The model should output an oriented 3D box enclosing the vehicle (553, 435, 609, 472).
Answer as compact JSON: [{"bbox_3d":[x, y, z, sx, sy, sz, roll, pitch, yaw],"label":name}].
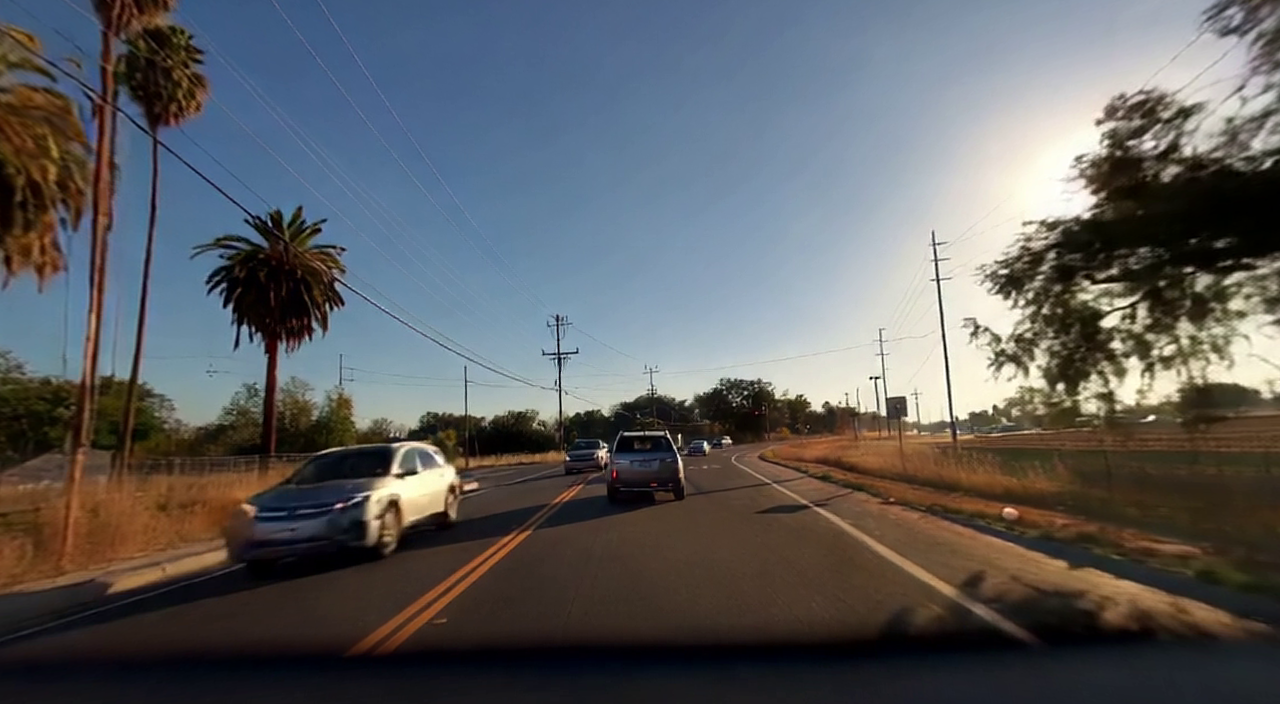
[{"bbox_3d":[-3.255,5.796,36.197,2.237,1.878,5.739,-1,-9,5],"label":"vehicle"}]

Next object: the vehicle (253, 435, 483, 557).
[{"bbox_3d":[-4.124,2.223,10.407,2.079,1.606,3.775,0,-9,0],"label":"vehicle"}]

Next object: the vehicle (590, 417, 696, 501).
[{"bbox_3d":[0.031,2.726,16.365,2.364,1.859,4.538,0,-9,-1],"label":"vehicle"}]
